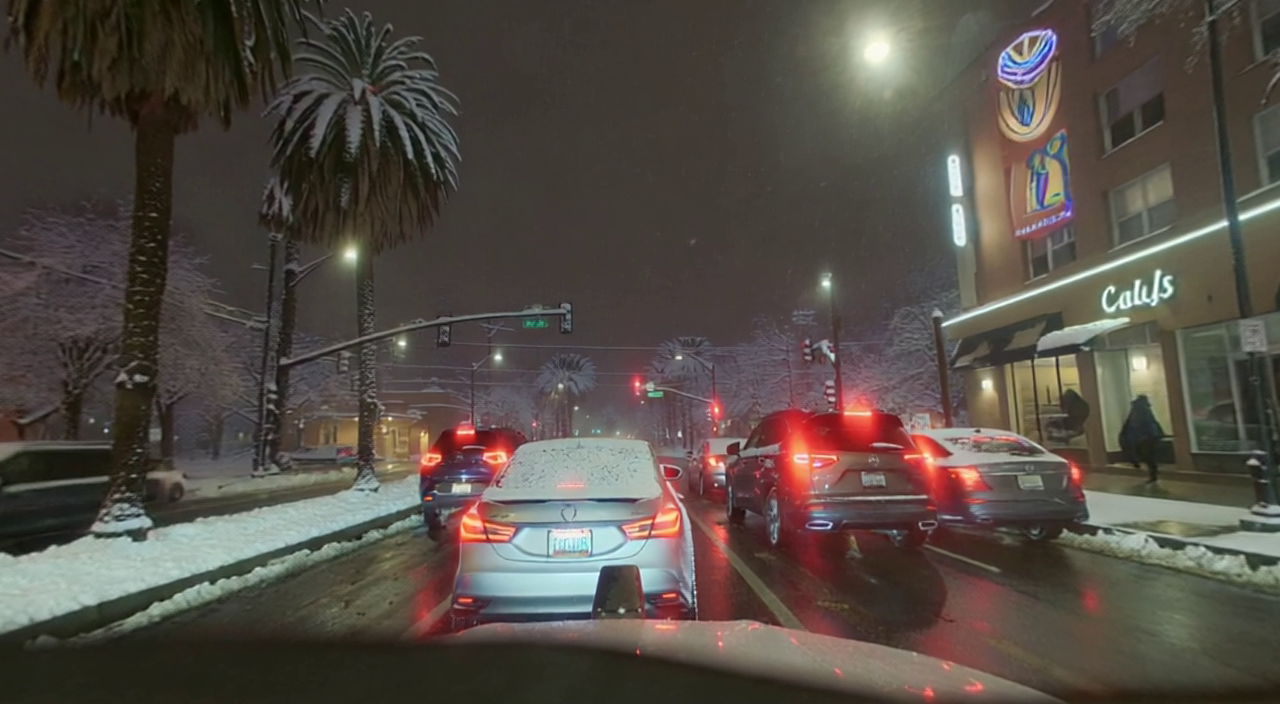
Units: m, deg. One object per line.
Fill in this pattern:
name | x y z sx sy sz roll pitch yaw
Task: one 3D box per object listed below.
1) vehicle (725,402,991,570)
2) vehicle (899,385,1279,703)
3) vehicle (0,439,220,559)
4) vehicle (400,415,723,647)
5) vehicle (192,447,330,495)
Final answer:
vehicle | 2.645 1.768 9.059 2.096 1.775 4.440 0 -9 -2
vehicle | 2.616 0.808 1.462 2.085 1.469 4.458 0 -9 -1
vehicle | -8.827 2.077 9.549 1.949 1.442 4.502 0 -9 -2
vehicle | -0.517 1.475 6.225 2.096 1.492 4.071 0 -9 0
vehicle | -12.861 4.024 21.870 1.856 1.455 4.700 0 -9 1
